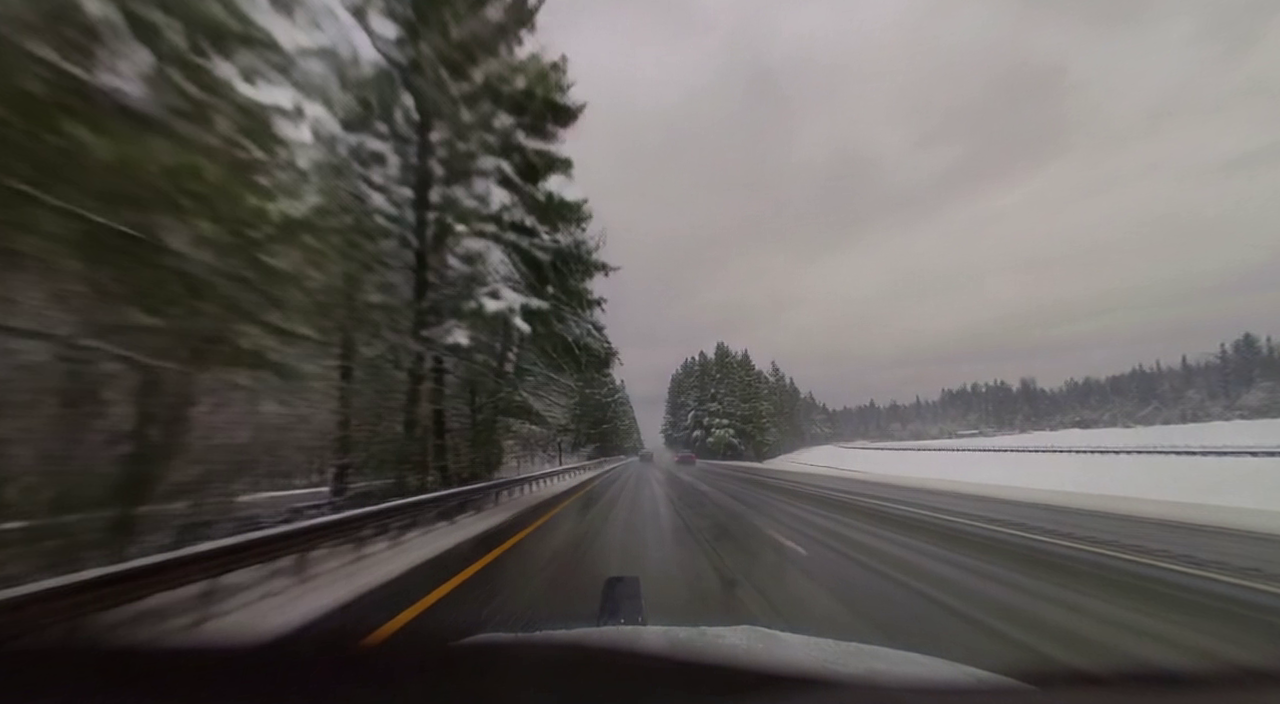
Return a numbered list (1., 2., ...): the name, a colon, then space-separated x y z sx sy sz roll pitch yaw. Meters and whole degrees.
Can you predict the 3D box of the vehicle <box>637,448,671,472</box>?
1. vehicle: 0.908 7.311 42.888 2.162 1.492 3.975 0 -9 -1
